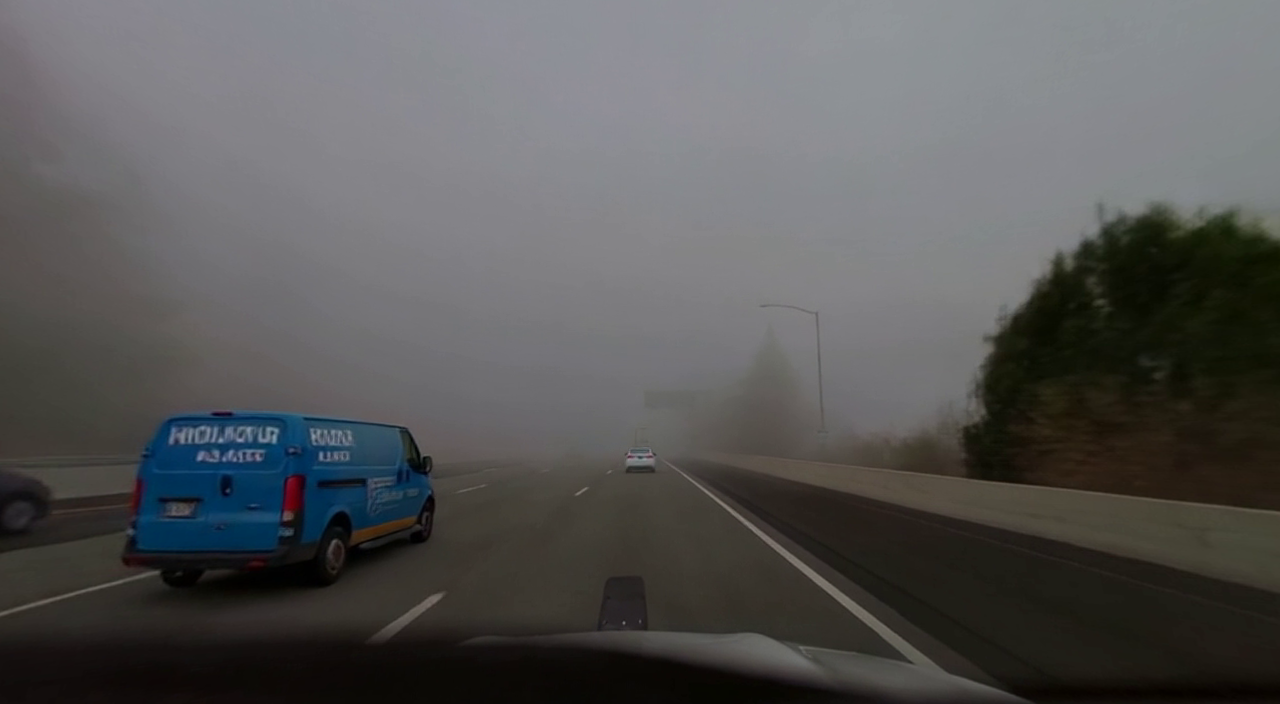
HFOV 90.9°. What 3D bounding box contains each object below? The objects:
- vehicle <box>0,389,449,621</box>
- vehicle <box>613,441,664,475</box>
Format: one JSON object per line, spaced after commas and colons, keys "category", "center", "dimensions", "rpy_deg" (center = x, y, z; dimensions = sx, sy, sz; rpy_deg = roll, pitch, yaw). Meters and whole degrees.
{"category": "vehicle", "center": [-4.216, 1.618, 7.693], "dimensions": [2.174, 1.862, 5.012], "rpy_deg": [0, -9, 0]}
{"category": "vehicle", "center": [-0.059, 5.006, 29.946], "dimensions": [2.238, 1.479, 3.672], "rpy_deg": [0, -9, 0]}
